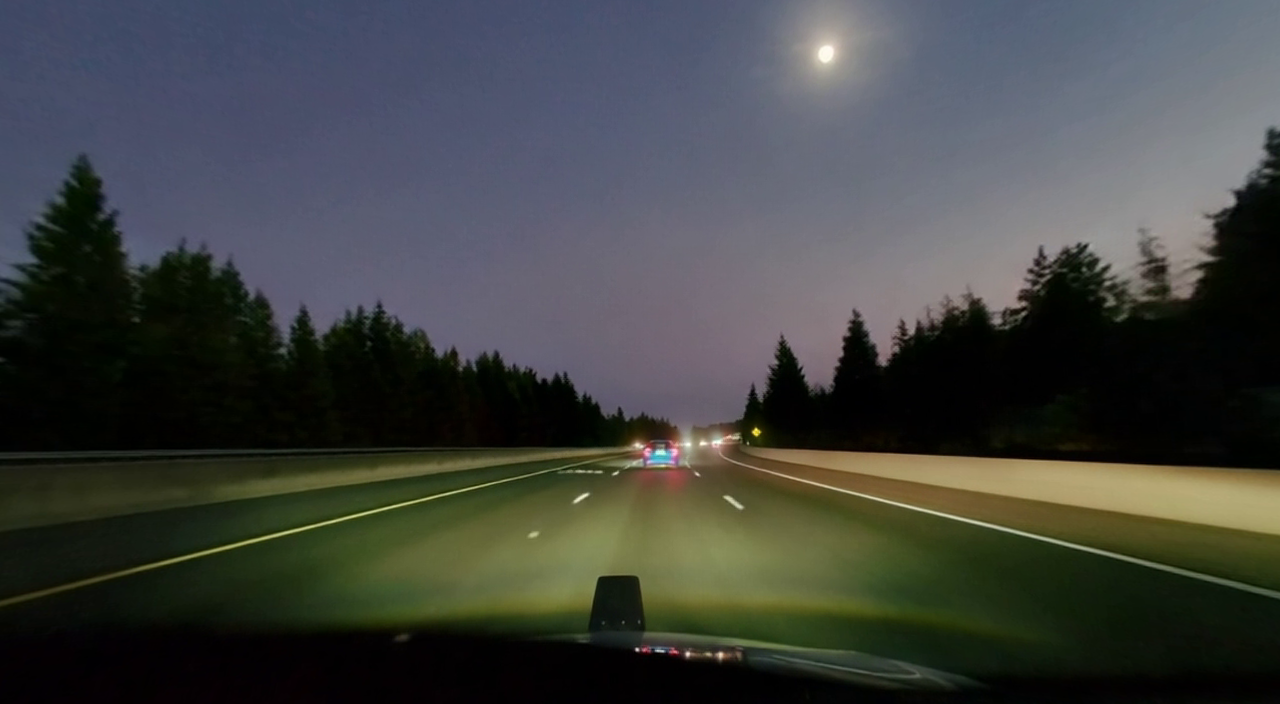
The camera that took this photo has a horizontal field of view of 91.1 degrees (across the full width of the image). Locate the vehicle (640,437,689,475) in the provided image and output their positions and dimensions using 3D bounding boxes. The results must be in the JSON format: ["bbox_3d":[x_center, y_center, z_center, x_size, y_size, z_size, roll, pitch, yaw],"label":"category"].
[{"bbox_3d":[1.129,4.882,29.701,2.133,1.686,4.203,0,-8,2],"label":"vehicle"}]
